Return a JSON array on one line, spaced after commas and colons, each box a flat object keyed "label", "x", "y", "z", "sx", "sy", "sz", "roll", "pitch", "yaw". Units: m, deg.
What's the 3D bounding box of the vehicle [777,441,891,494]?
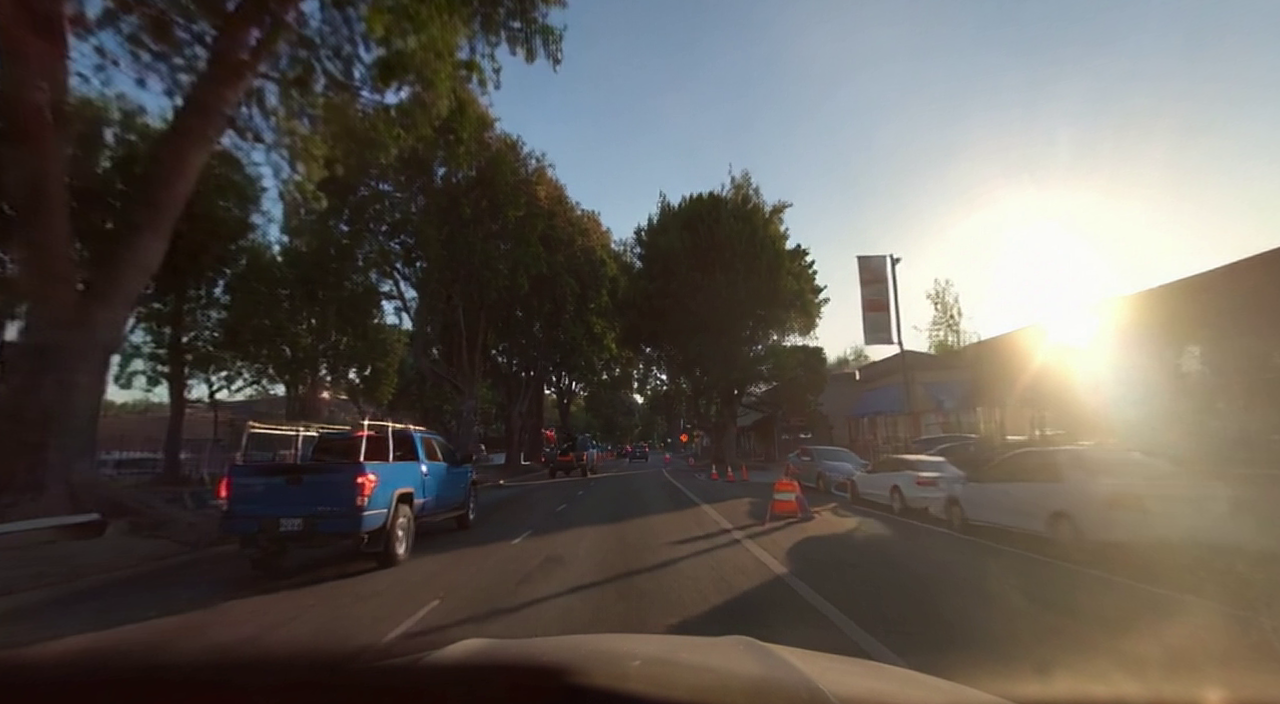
[{"label": "vehicle", "x": 6.599, "y": 3.978, "z": 22.219, "sx": 2.126, "sy": 1.642, "sz": 4.888, "roll": 0, "pitch": -9, "yaw": -4}]

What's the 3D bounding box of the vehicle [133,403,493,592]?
[{"label": "vehicle", "x": -3.634, "y": 1.719, "z": 8.292, "sx": 2.327, "sy": 1.775, "sz": 4.430, "roll": 0, "pitch": -9, "yaw": 0}]

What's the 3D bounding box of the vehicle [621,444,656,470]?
[{"label": "vehicle", "x": -0.183, "y": 7.580, "z": 45.821, "sx": 2.413, "sy": 1.748, "sz": 4.406, "roll": 0, "pitch": -9, "yaw": -2}]

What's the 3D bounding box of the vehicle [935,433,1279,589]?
[{"label": "vehicle", "x": 6.031, "y": 1.910, "z": 8.537, "sx": 2.045, "sy": 1.505, "sz": 4.615, "roll": -1, "pitch": -9, "yaw": 3}]

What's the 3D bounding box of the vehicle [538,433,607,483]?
[{"label": "vehicle", "x": -2.942, "y": 4.832, "z": 29.138, "sx": 2.424, "sy": 2.063, "sz": 5.678, "roll": 0, "pitch": -9, "yaw": 2}]
